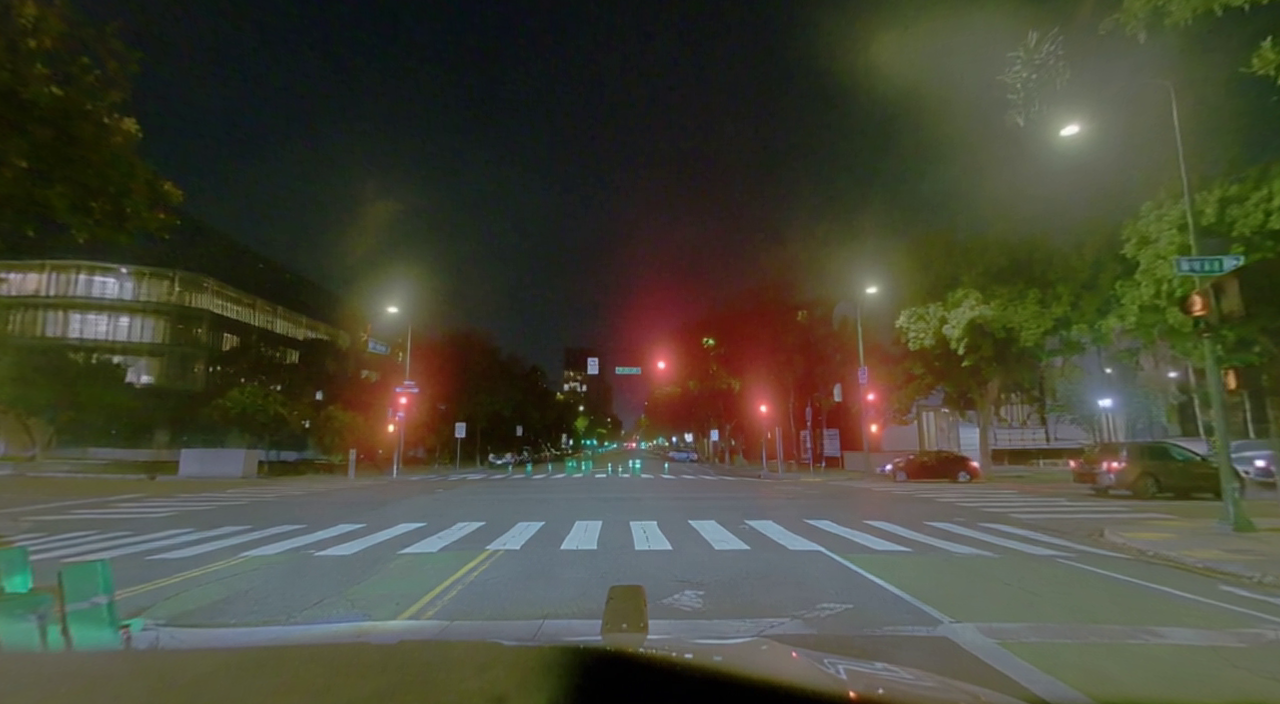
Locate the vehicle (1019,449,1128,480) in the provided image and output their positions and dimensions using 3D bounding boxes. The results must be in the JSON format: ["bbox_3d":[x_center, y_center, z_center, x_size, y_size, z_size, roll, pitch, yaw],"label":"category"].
[{"bbox_3d":[22.371,5.806,32.637,4.239,1.472,1.889,0,-8,0],"label":"vehicle"}]

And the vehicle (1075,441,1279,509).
[{"bbox_3d":[12.995,2.793,14.558,4.424,1.436,1.804,0,-9,5],"label":"vehicle"}]

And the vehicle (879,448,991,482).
[{"bbox_3d":[14.029,5.382,30.193,4.368,1.522,1.972,-1,-8,5],"label":"vehicle"}]
